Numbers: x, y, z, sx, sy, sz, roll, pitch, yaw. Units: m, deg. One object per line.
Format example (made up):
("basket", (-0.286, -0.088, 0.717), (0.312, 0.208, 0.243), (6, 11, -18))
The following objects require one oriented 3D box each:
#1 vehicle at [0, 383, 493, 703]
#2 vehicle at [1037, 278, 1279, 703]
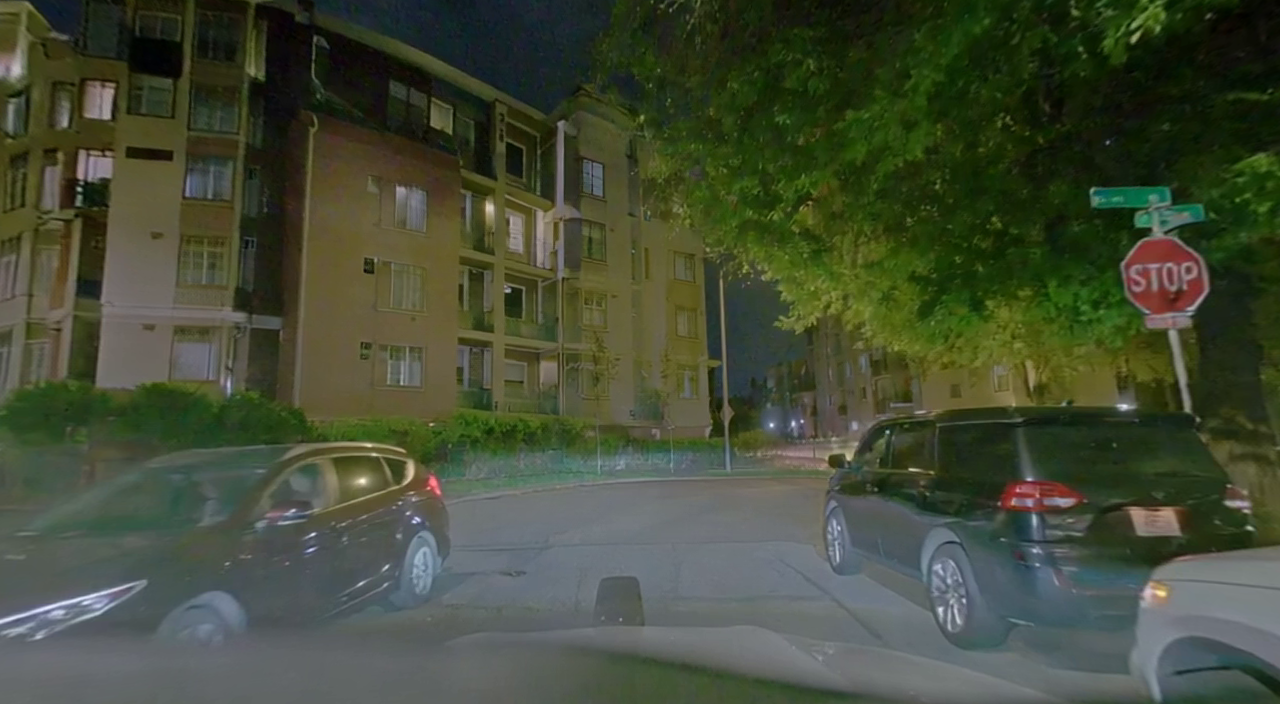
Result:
("vehicle", (-2.785, 1.204, 4.249), (2.210, 1.516, 4.804), (0, -8, 3))
("vehicle", (2.963, 0.459, 0.249), (2.034, 1.800, 5.178), (0, -8, -3))
